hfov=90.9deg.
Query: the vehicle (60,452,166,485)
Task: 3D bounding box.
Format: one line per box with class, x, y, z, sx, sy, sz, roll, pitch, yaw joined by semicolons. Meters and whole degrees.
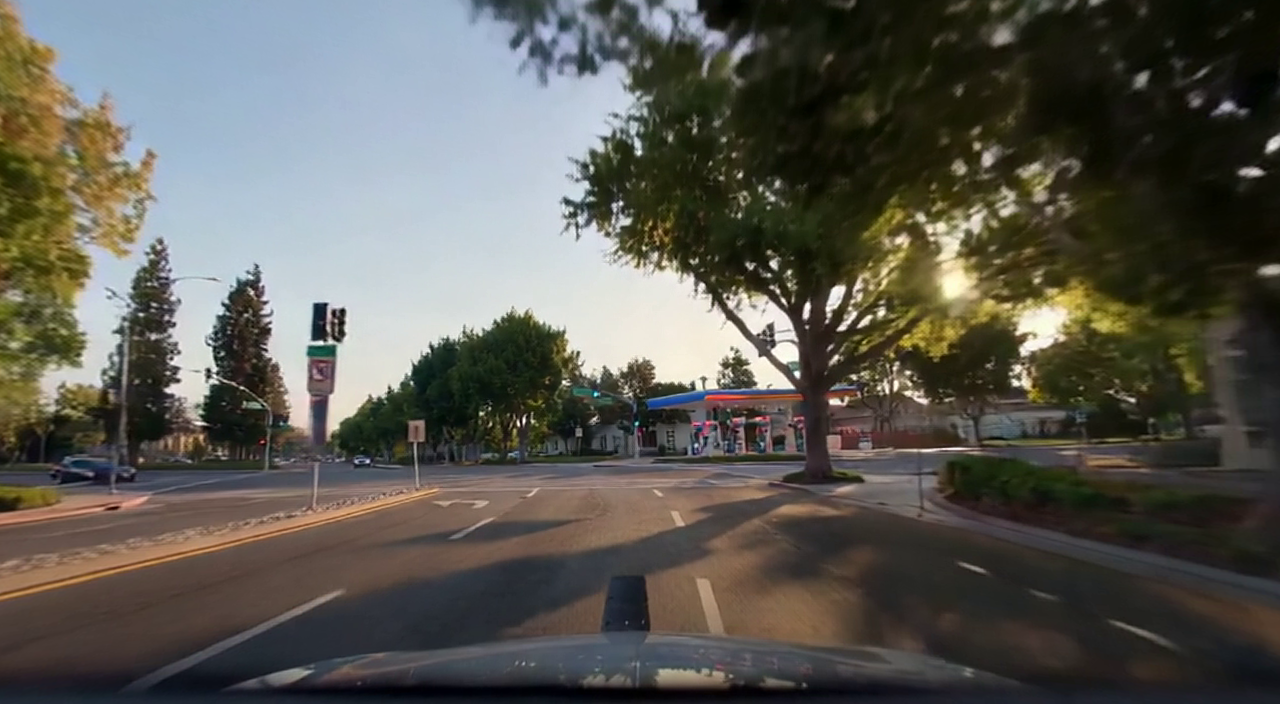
vehicle;-29.705;6.543;35.597;4.559;1.608;1.961;-2;-7;8
